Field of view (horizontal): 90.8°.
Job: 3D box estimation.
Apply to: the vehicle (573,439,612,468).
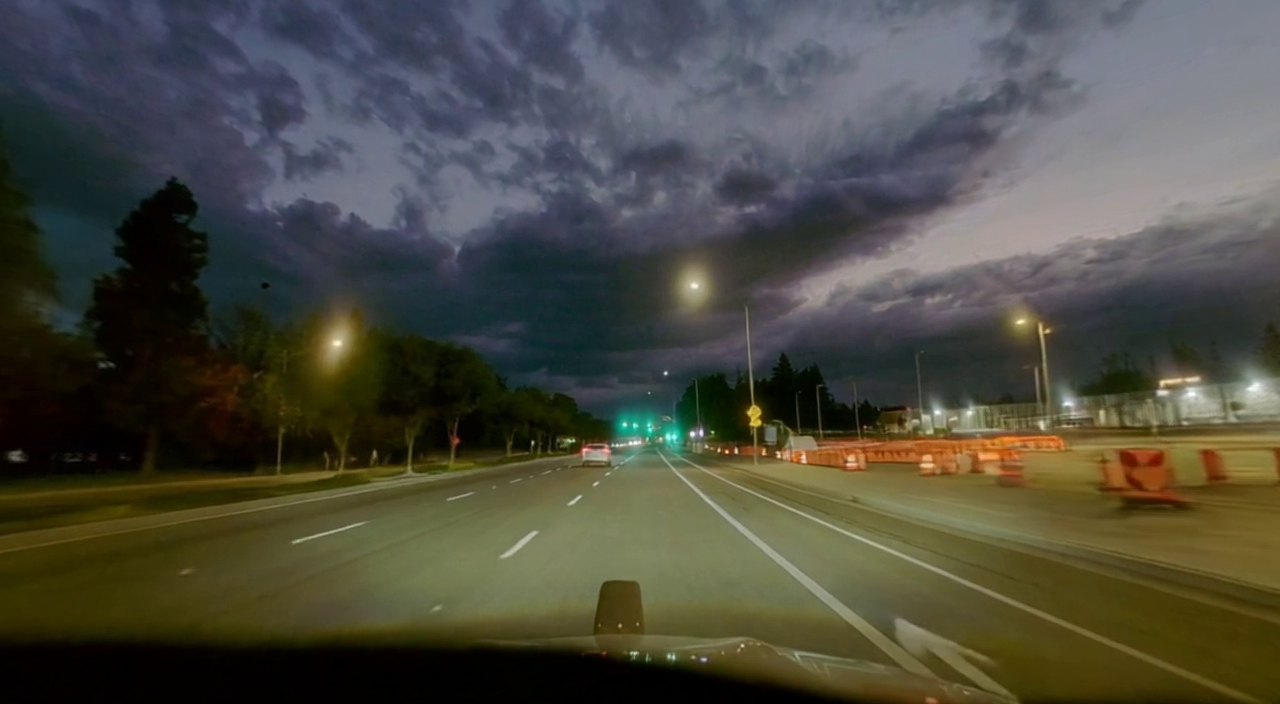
[{"bbox_3d":[-2.915,6.350,39.690,2.121,1.654,3.993,0,-8,0],"label":"vehicle"}]
